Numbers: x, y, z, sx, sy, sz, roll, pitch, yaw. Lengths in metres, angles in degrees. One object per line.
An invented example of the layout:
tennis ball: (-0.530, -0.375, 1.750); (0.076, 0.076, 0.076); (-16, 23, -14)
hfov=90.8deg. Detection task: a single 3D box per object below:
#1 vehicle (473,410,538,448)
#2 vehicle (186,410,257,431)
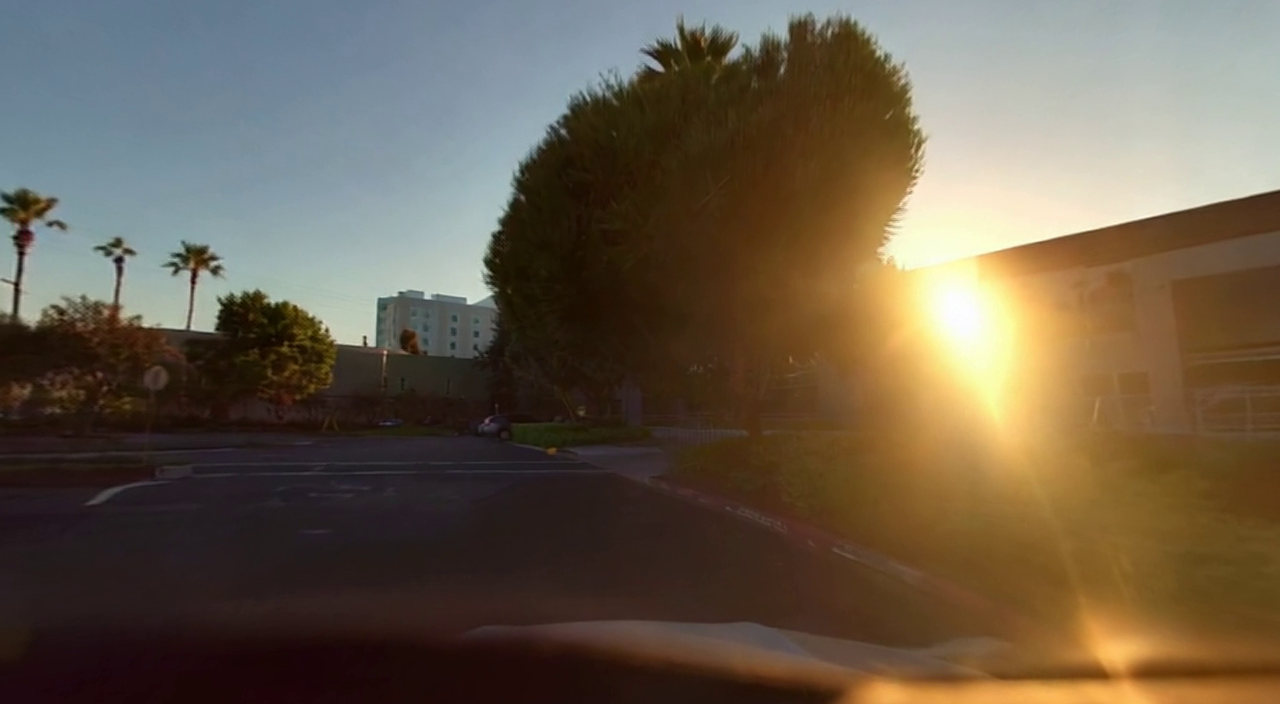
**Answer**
vehicle: (-6.633, 3.807, 30.783); (2.071, 1.700, 4.367); (4, -9, -25)
vehicle: (-32.994, 5.431, 49.860); (4.457, 1.552, 1.748); (6, -10, -38)
